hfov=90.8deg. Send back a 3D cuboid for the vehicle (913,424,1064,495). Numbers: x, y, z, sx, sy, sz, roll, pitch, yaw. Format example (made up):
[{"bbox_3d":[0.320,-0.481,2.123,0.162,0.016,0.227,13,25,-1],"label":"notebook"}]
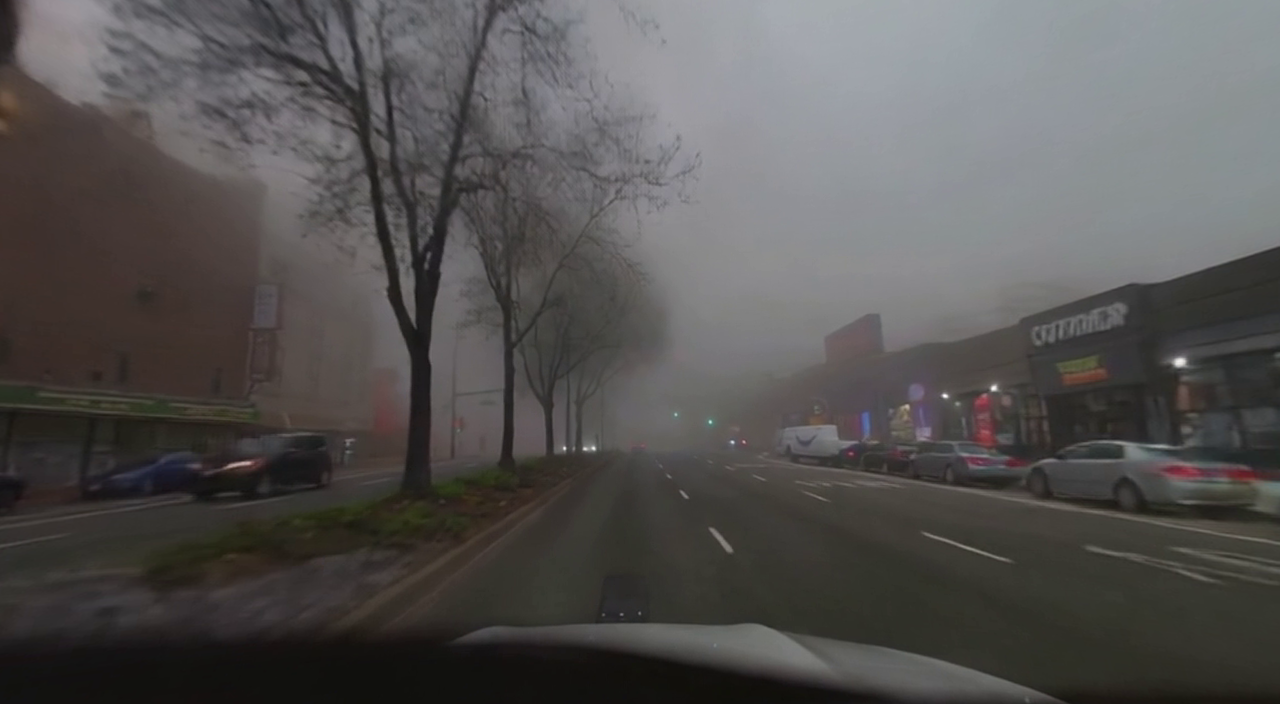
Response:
[{"bbox_3d":[9.936,3.108,18.467,1.925,1.808,4.255,0,-9,0],"label":"vehicle"}]

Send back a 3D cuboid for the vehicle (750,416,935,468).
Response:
[{"bbox_3d":[9.820,4.467,30.582,6.552,2.004,6.229,-10,-13,38],"label":"vehicle"}]

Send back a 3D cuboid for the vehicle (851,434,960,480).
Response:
[{"bbox_3d":[9.751,3.906,23.686,1.876,1.511,4.726,0,-9,-2],"label":"vehicle"}]

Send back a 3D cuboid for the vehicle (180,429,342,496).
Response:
[{"bbox_3d":[-10.966,3.237,18.772,2.027,1.722,4.471,0,-9,0],"label":"vehicle"}]

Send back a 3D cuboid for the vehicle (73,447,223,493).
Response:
[{"bbox_3d":[-17.996,4.296,23.443,1.951,1.524,4.409,0,-9,1],"label":"vehicle"}]

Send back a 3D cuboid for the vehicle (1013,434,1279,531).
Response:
[{"bbox_3d":[9.785,2.412,12.353,1.913,1.492,4.787,0,-9,-2],"label":"vehicle"}]
